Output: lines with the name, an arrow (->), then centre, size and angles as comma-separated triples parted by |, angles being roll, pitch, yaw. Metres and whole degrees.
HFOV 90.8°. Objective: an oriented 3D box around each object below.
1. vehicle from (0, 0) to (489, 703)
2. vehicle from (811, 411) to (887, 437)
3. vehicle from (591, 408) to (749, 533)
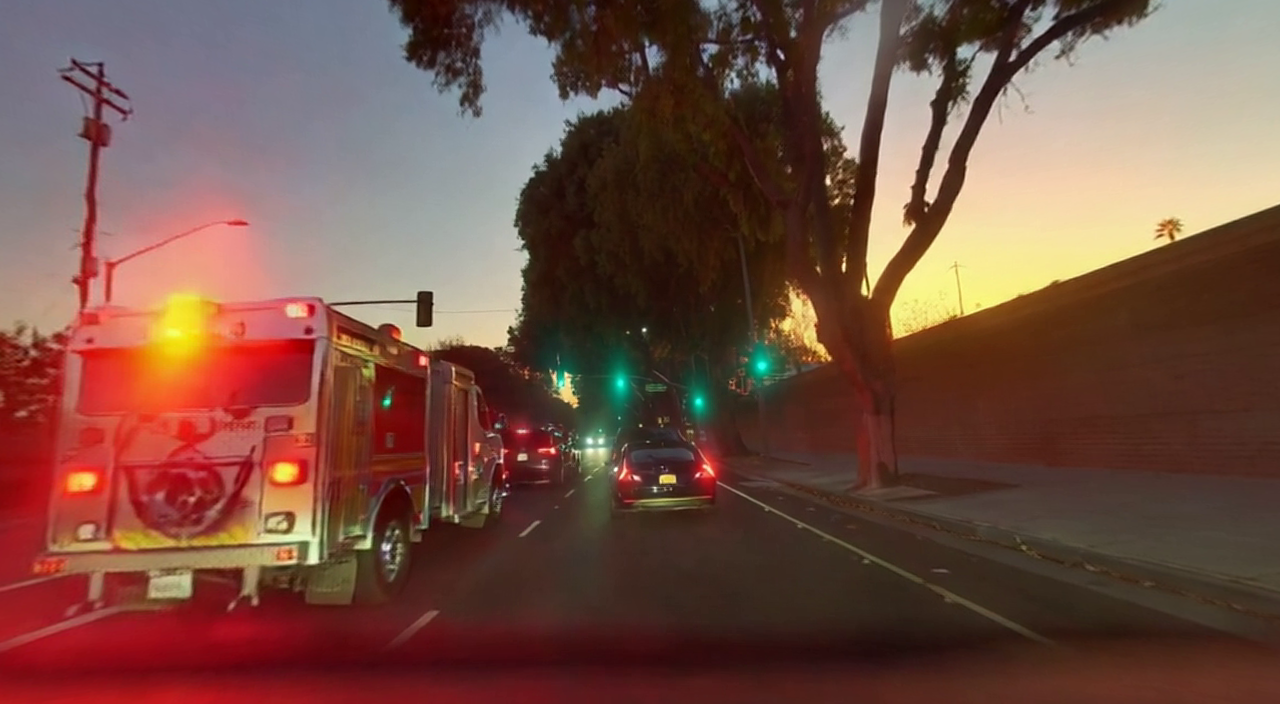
vehicle -> -3.676, -0.131, 1.802 | 3.631, 3.655, 12.773 | 0, -8, -1
vehicle -> 14.474, 5.022, 43.915 | 4.528, 1.704, 2.073 | 2, -9, -12
vehicle -> 0.278, 2.109, 11.859 | 2.332, 1.831, 4.930 | 0, -8, -4
